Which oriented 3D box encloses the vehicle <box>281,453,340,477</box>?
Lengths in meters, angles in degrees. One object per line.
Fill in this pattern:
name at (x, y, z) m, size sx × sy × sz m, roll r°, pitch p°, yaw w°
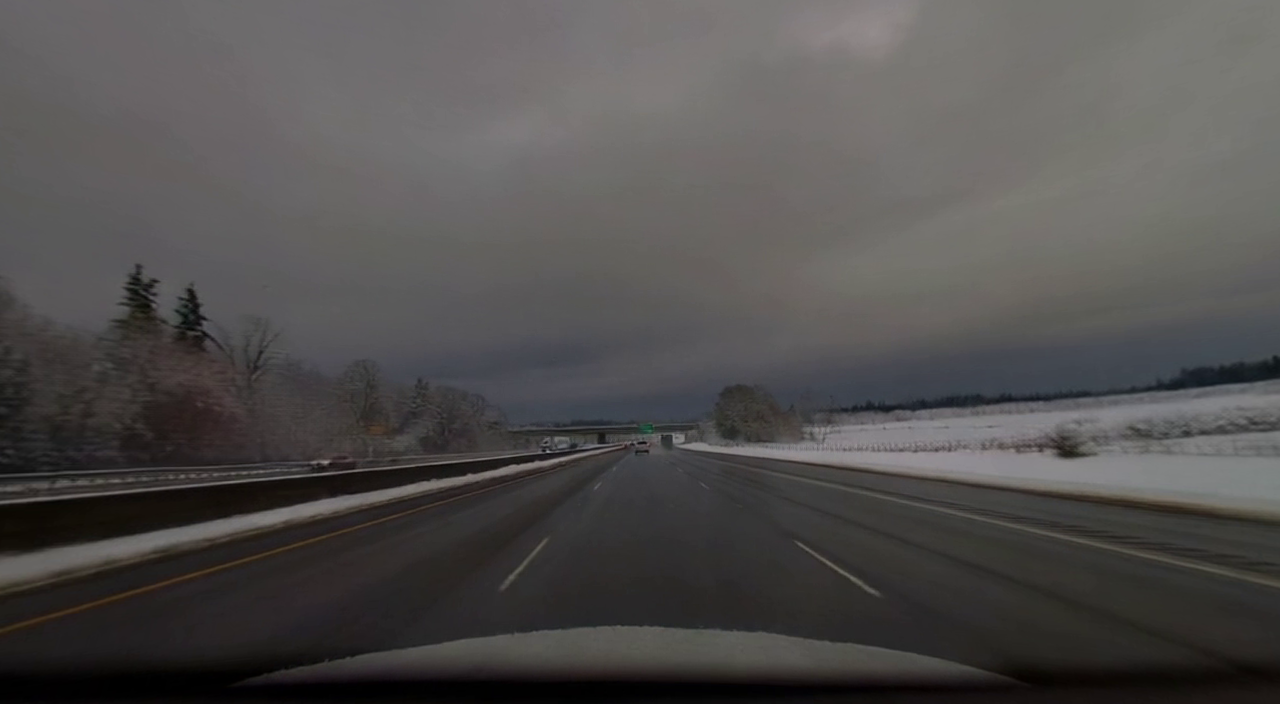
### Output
vehicle at (-21.951, 7.527, 42.073) m, size 1.875 × 1.438 × 3.700 m, roll -1°, pitch -9°, yaw 1°
